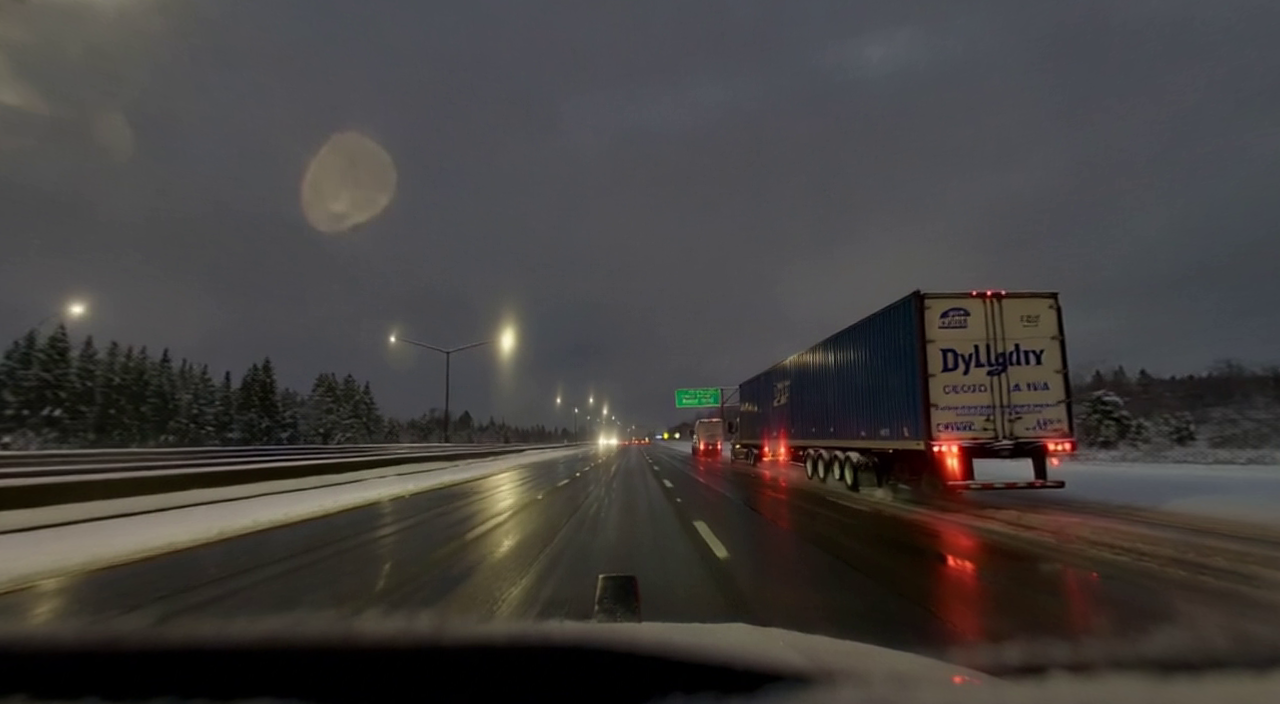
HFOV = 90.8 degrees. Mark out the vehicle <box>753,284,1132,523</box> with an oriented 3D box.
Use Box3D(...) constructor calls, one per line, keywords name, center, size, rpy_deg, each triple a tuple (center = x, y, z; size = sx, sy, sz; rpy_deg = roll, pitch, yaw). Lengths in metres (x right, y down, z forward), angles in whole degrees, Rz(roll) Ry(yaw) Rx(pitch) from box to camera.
Box3D(name="vehicle", center=(6.359, 1.954, 18.473), size=(2.962, 3.947, 16.241), rpy_deg=(0, -8, -1))
